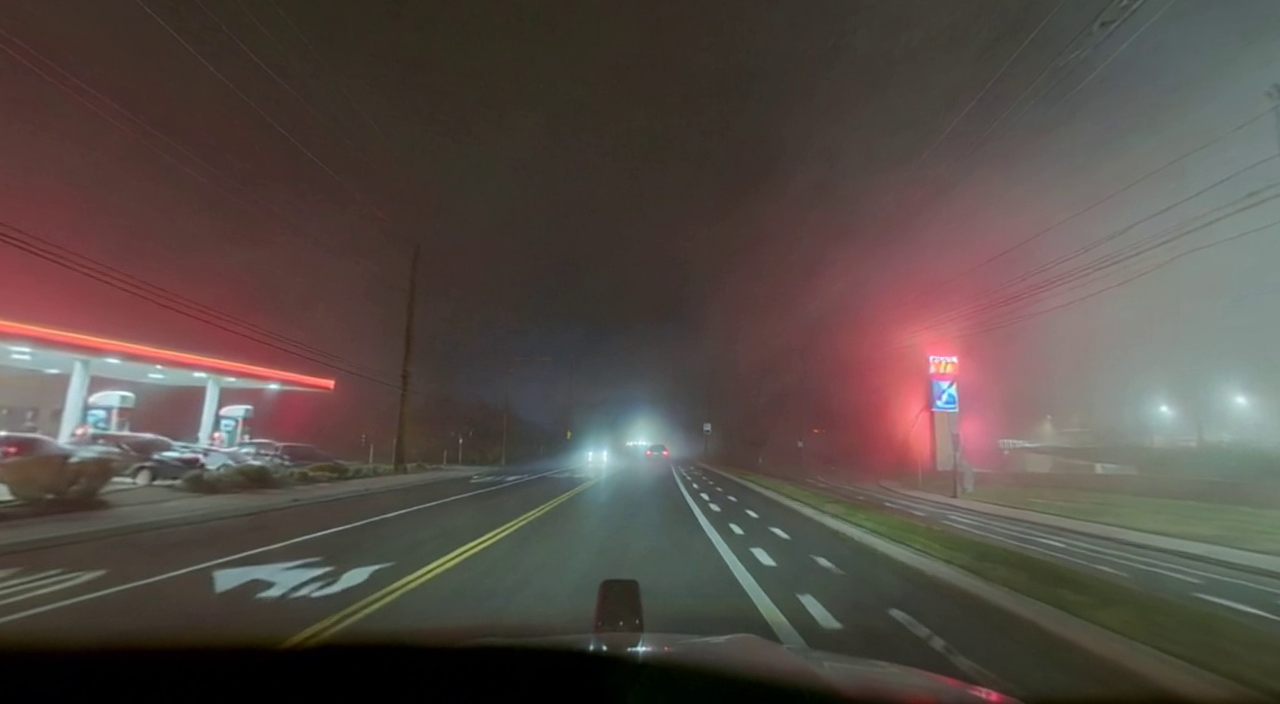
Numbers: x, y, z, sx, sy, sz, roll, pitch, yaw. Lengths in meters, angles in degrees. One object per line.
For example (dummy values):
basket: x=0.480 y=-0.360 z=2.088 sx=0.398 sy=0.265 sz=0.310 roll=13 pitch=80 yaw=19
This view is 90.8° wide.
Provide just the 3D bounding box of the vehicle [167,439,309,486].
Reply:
vehicle: x=-13.765 y=3.776 z=22.036 sx=1.947 sy=1.435 sz=4.606 roll=0 pitch=-8 yaw=-1

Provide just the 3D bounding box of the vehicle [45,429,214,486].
vehicle: x=-16.883 y=3.490 z=21.243 sx=1.928 sy=1.708 sz=4.344 roll=0 pitch=-8 yaw=2
